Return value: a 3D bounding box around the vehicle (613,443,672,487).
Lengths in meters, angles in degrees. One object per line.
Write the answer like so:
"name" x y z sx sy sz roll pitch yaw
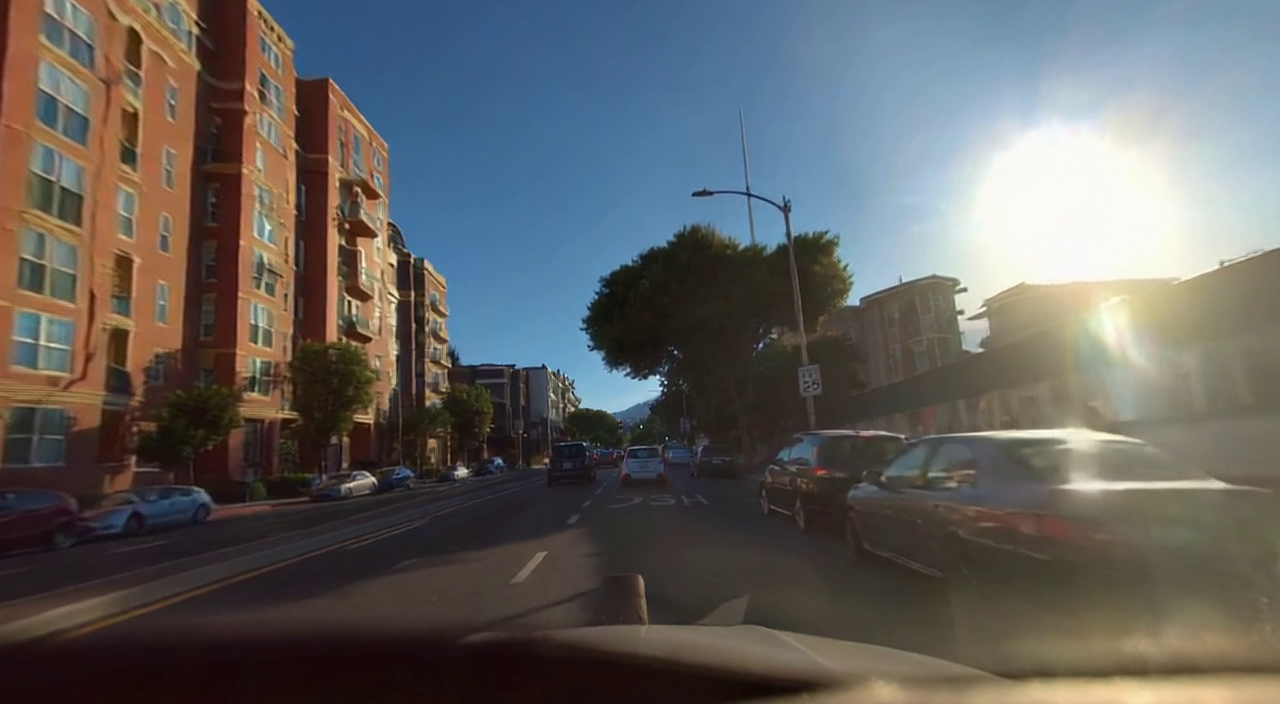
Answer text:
"vehicle" 0.102 4.226 23.844 2.026 1.496 3.701 0 -9 0

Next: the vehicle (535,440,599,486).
"vehicle" -2.915 4.559 26.238 2.065 1.705 4.353 0 -9 1

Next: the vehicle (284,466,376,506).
"vehicle" -13.715 5.926 28.278 1.907 1.480 4.498 0 -9 -1

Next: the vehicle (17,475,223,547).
"vehicle" -13.689 4.177 17.054 1.837 1.470 4.263 0 -9 1

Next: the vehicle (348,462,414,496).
"vehicle" -13.672 6.694 33.600 1.839 1.594 4.055 0 -9 -1

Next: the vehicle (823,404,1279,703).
"vehicle" 3.108 1.384 5.423 1.828 1.565 4.392 0 -9 1

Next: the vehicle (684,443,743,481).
"vehicle" 3.179 4.883 28.414 2.077 1.532 4.694 0 -9 0

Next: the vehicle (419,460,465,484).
"vehicle" -13.735 8.327 44.021 1.844 1.499 4.421 0 -9 -1
